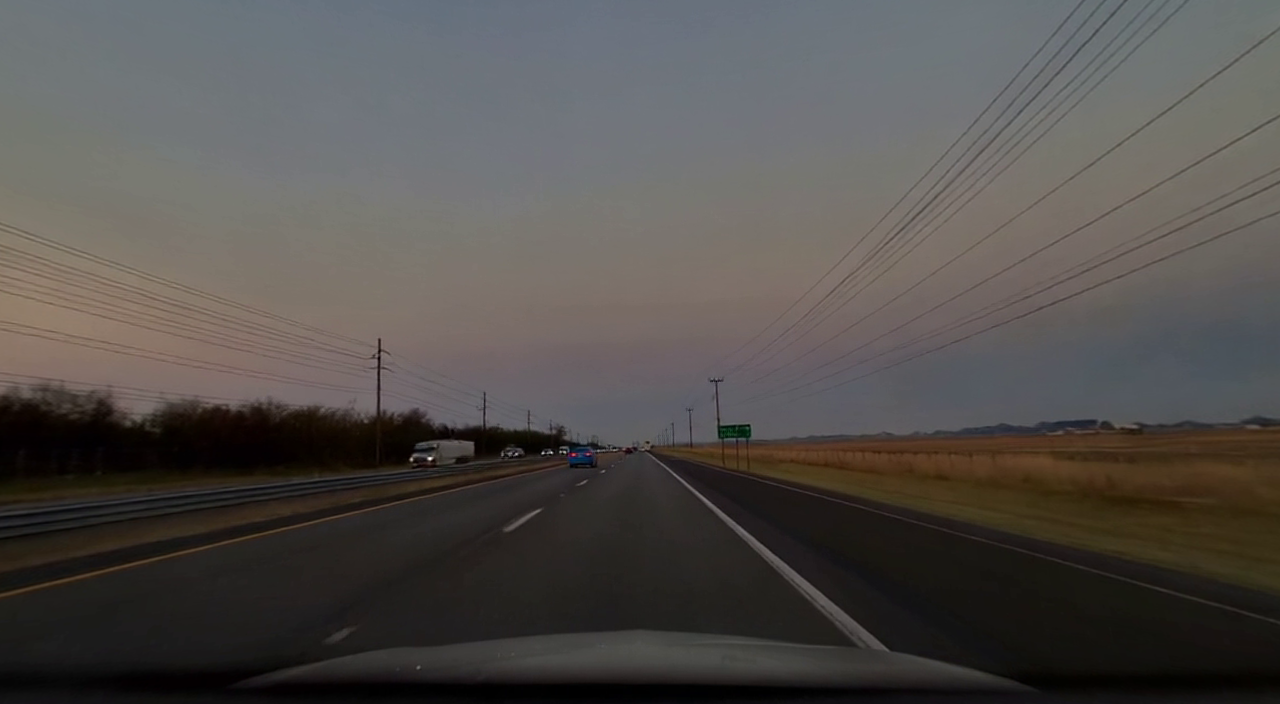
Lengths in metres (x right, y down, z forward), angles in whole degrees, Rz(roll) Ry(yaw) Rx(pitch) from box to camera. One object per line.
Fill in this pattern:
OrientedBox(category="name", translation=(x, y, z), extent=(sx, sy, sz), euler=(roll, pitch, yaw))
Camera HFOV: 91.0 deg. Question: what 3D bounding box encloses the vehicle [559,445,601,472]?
OrientedBox(category="vehicle", translation=(-3.660, 6.597, 39.130), extent=(2.106, 1.543, 4.465), euler=(0, -9, 1))
